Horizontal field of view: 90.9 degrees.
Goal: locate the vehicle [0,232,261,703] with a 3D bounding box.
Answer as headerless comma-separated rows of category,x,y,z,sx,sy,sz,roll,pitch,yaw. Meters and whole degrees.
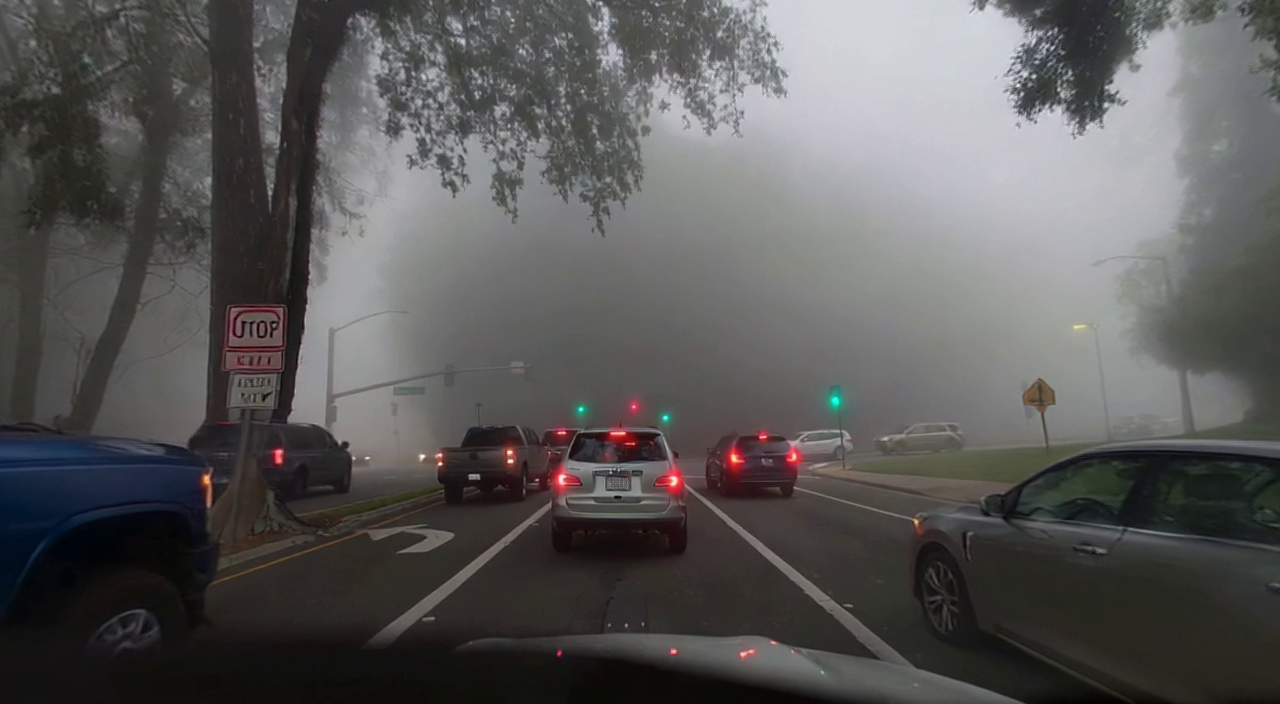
vehicle,-3.468,0.395,0.561,2.656,2.021,5.800,0,-8,0

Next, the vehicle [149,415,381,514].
vehicle,-7.570,2.332,13.573,2.385,1.687,5.025,1,-8,-7

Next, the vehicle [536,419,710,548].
vehicle,-0.226,1.943,9.901,2.194,1.607,3.690,0,-8,0

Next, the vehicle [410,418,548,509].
vehicle,-3.647,2.622,15.276,2.089,1.857,4.488,0,-8,1

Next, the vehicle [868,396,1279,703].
vehicle,3.004,1.067,3.257,1.874,1.477,4.698,0,-8,0

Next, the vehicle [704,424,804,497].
vehicle,3.190,3.148,18.645,2.102,1.841,4.587,0,-8,0
